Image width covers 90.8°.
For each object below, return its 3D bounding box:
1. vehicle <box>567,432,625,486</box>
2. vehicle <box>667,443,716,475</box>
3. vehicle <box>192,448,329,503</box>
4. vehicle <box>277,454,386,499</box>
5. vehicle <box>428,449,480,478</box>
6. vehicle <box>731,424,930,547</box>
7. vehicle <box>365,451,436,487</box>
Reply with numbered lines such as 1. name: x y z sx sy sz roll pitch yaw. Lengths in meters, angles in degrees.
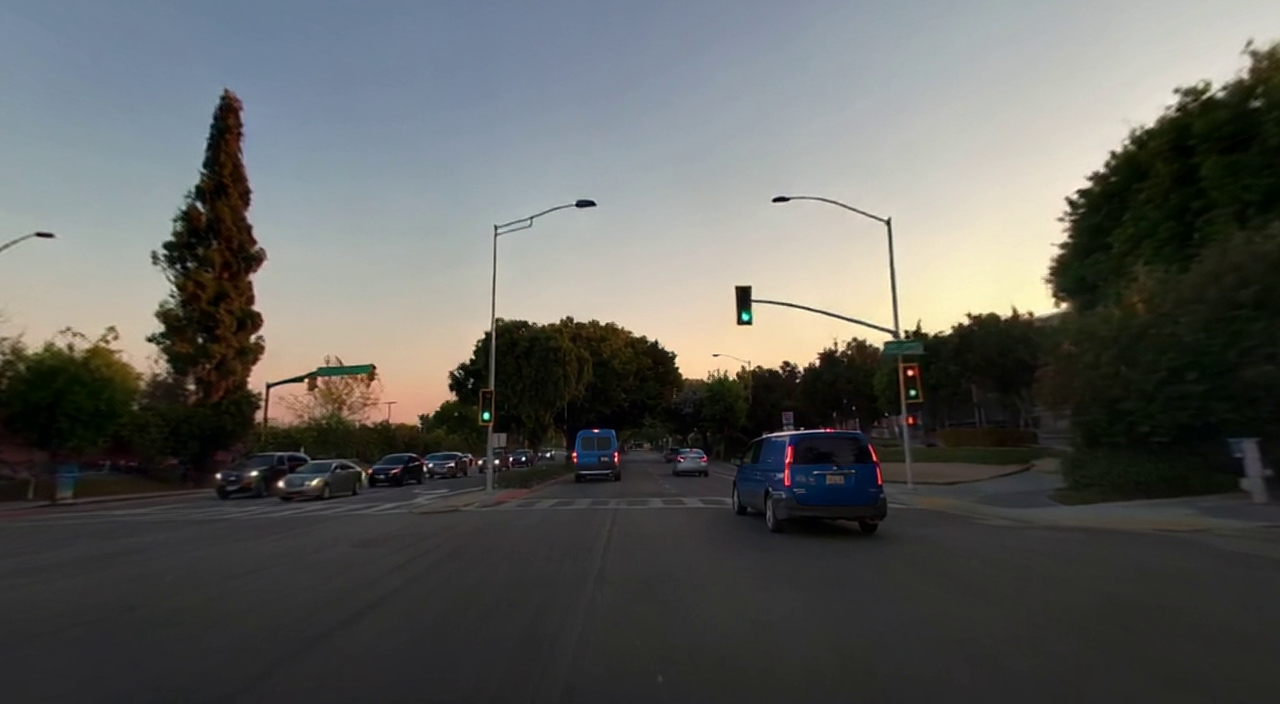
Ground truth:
1. vehicle: -1.746 4.476 26.699 2.228 2.054 4.309 0 -9 -1
2. vehicle: 2.799 5.957 35.468 2.248 1.692 4.252 0 -8 -2
3. vehicle: -15.561 5.052 26.450 2.299 2.015 5.743 0 -9 -2
4. vehicle: -11.763 4.756 24.481 2.128 1.496 4.432 0 -9 -2
5. vehicle: -11.591 6.969 39.640 1.988 1.689 4.047 0 -9 0
6. vehicle: 2.932 2.156 10.836 1.965 1.671 4.146 0 -9 -2
7. vehicle: -11.781 5.746 31.408 1.956 1.625 4.123 0 -9 0
